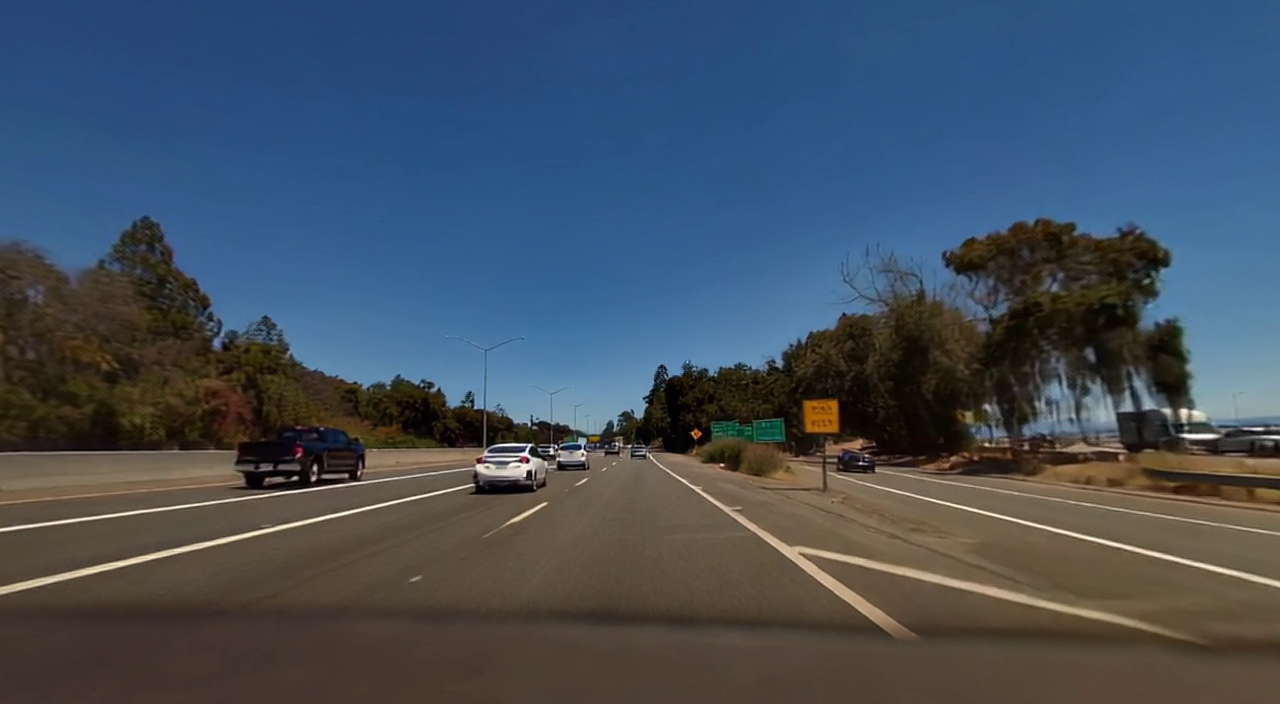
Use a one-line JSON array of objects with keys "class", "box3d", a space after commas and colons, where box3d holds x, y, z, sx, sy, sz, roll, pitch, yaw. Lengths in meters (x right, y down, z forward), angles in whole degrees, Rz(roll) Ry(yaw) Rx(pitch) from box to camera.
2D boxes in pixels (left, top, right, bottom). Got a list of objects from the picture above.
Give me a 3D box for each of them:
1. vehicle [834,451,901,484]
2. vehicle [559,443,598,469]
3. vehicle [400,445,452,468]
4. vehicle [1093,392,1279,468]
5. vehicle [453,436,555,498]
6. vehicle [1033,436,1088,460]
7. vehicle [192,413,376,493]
[{"class": "vehicle", "box3d": [11.823, 6.013, 33.079, 2.153, 1.510, 4.646, -1, -9, 6]}, {"class": "vehicle", "box3d": [-4.339, 7.421, 45.113, 2.107, 1.787, 4.685, 0, -9, 2]}, {"class": "vehicle", "box3d": [-14.822, 7.227, 43.832, 1.977, 1.501, 4.455, 0, -9, 2]}, {"class": "vehicle", "box3d": [31.500, 4.710, 36.795, 3.997, 3.685, 10.600, -3, -9, 12]}, {"class": "vehicle", "box3d": [-4.084, 3.544, 19.809, 2.132, 1.708, 4.571, 0, -9, 1]}, {"class": "vehicle", "box3d": [32.260, 7.367, 48.441, 1.998, 1.732, 4.432, -2, -9, 13]}, {"class": "vehicle", "box3d": [-11.082, 3.239, 20.358, 2.442, 2.191, 5.760, 0, -9, 1]}]
